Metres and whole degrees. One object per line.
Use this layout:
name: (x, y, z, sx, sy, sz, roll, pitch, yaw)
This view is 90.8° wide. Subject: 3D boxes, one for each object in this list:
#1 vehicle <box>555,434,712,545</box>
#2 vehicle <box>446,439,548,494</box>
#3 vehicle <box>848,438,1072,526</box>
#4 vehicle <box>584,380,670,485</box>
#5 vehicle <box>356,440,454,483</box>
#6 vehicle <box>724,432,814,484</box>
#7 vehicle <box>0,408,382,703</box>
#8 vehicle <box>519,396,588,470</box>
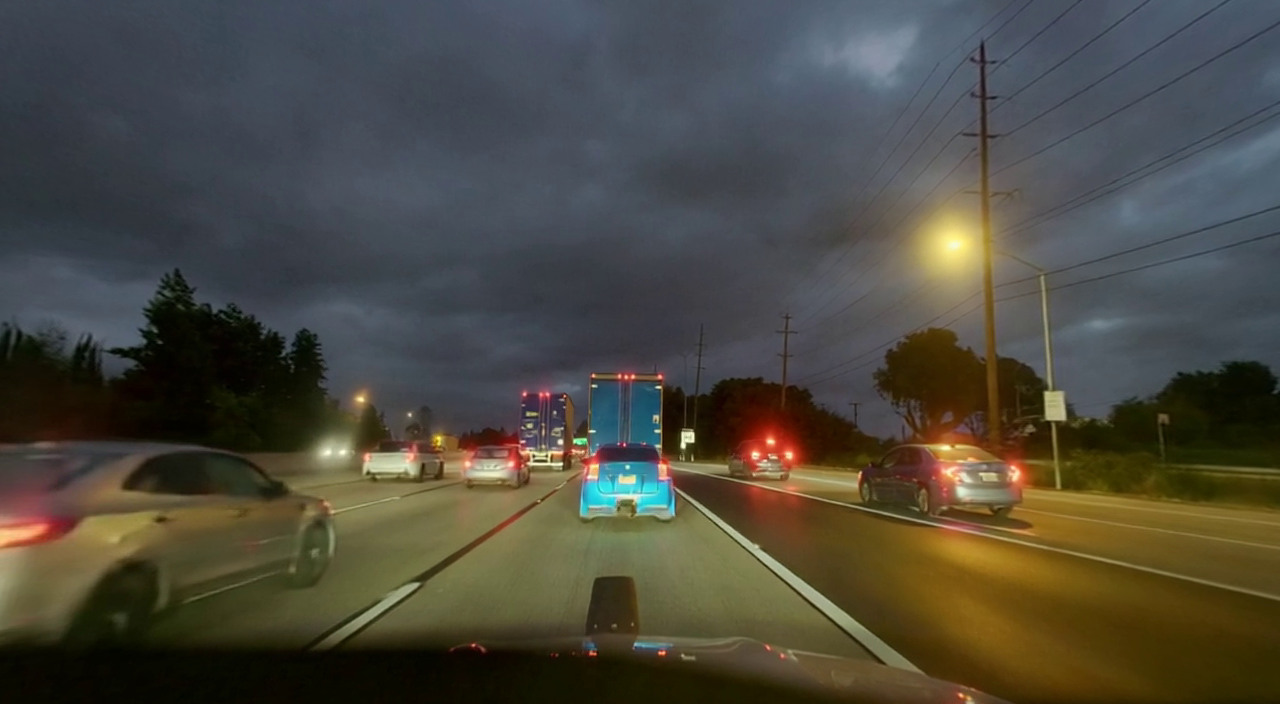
vehicle: (-0.203, 2.159, 10.581, 2.112, 1.463, 4.012, 0, -9, -3)
vehicle: (-4.214, 3.458, 19.550, 2.090, 1.463, 4.968, 0, -9, -1)
vehicle: (5.909, 2.426, 12.372, 1.878, 1.406, 4.164, 1, -9, -6)
vehicle: (-0.613, 3.348, 25.619, 2.909, 3.518, 8.262, 0, -9, -2)
vehicle: (-8.690, 4.093, 23.869, 2.008, 1.454, 4.693, 0, -9, -2)
vehicle: (4.532, 3.816, 22.914, 2.023, 1.676, 4.002, 1, -9, -6)
vehicle: (-3.858, 1.225, 4.411, 1.960, 1.450, 5.246, 0, -9, -1)
vehicle: (-5.796, 6.097, 45.951, 3.150, 4.298, 17.928, 0, -9, -2)
